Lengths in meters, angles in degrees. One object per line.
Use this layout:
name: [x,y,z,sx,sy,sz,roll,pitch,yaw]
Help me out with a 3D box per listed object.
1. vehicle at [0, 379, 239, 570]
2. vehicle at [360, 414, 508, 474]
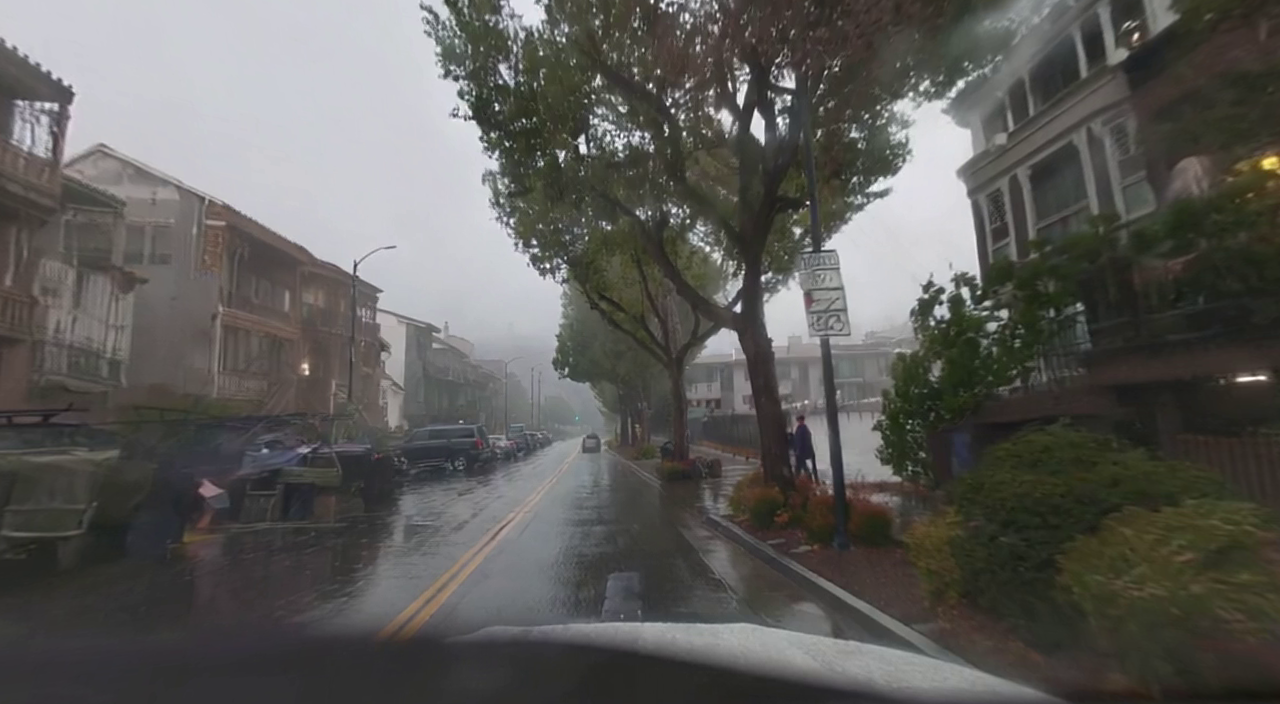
vehicle: [-7.682,1.437,7.664,4.254,1.953,2.097,-2,-5,-5]
vehicle: [-8.790,3.991,27.477,5.592,2.439,2.515,1,-8,-5]
